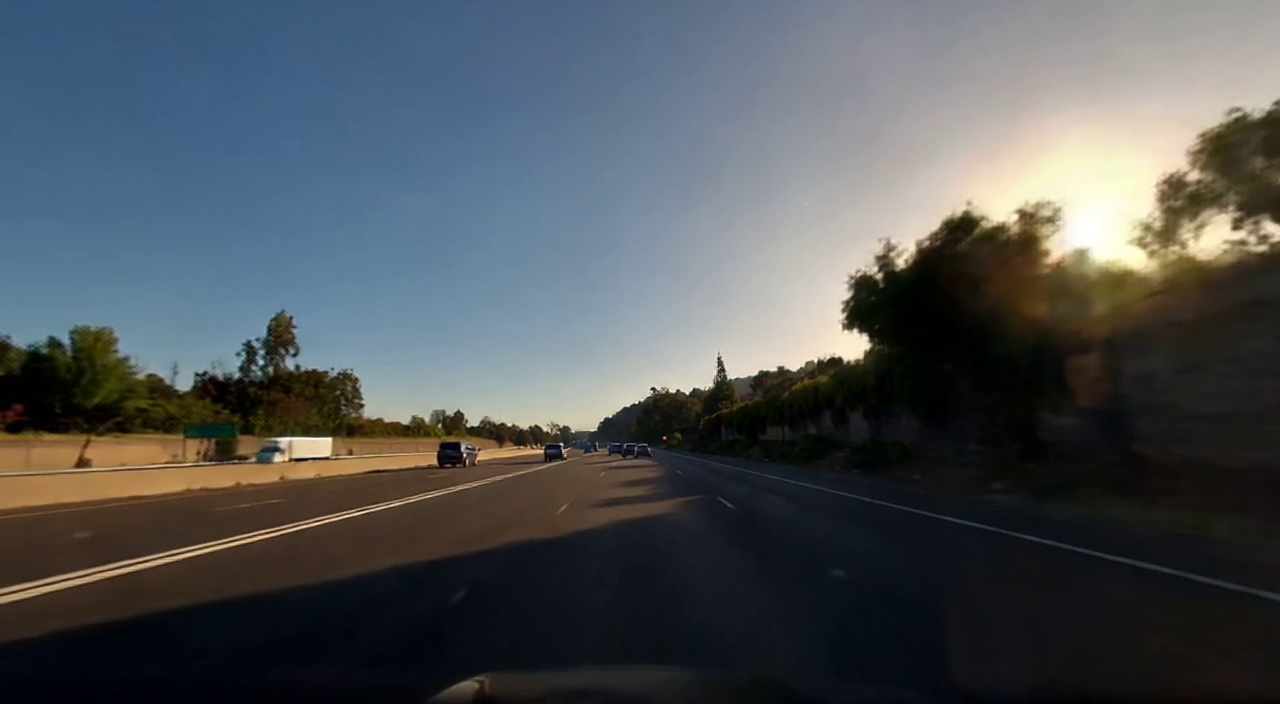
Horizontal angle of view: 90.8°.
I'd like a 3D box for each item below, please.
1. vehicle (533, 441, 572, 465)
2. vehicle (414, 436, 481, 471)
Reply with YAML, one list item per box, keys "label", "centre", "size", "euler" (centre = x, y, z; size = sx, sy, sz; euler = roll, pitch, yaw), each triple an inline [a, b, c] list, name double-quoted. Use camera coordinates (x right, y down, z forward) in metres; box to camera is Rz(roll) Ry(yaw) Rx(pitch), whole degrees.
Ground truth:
- label: "vehicle"
  centre: [-6.269, 7.303, 45.807]
  size: [2.080, 1.694, 4.279]
  euler: [0, -9, 2]
- label: "vehicle"
  centre: [-10.628, 5.642, 35.332]
  size: [2.195, 1.795, 4.659]
  euler: [0, -9, 1]
